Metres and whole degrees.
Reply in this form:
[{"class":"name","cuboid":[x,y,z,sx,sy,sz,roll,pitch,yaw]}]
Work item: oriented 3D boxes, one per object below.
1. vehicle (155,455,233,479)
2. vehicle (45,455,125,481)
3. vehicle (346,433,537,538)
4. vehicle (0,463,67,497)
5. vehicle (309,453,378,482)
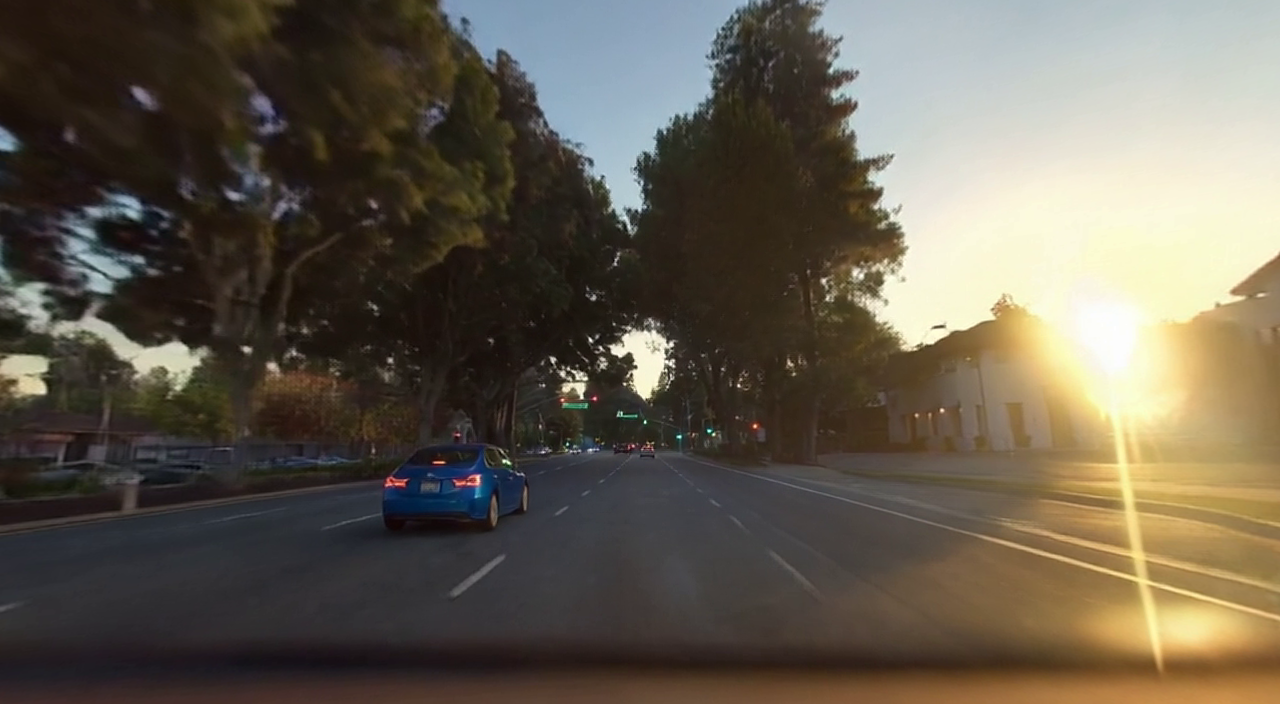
[{"class":"vehicle","cuboid":[-34.025,8.755,48.268,1.911,1.603,5.136,0,-8,5]},{"class":"vehicle","cuboid":[-42.513,8.883,48.437,1.923,1.745,4.740,1,-8,-1]},{"class":"vehicle","cuboid":[-3.209,2.250,11.294,1.924,1.480,4.421,0,-9,1]},{"class":"vehicle","cuboid":[-30.799,6.141,30.371,4.424,1.535,1.948,0,-9,0]},{"class":"vehicle","cuboid":[-17.185,6.668,36.724,1.826,1.490,4.407,0,-9,1]}]
